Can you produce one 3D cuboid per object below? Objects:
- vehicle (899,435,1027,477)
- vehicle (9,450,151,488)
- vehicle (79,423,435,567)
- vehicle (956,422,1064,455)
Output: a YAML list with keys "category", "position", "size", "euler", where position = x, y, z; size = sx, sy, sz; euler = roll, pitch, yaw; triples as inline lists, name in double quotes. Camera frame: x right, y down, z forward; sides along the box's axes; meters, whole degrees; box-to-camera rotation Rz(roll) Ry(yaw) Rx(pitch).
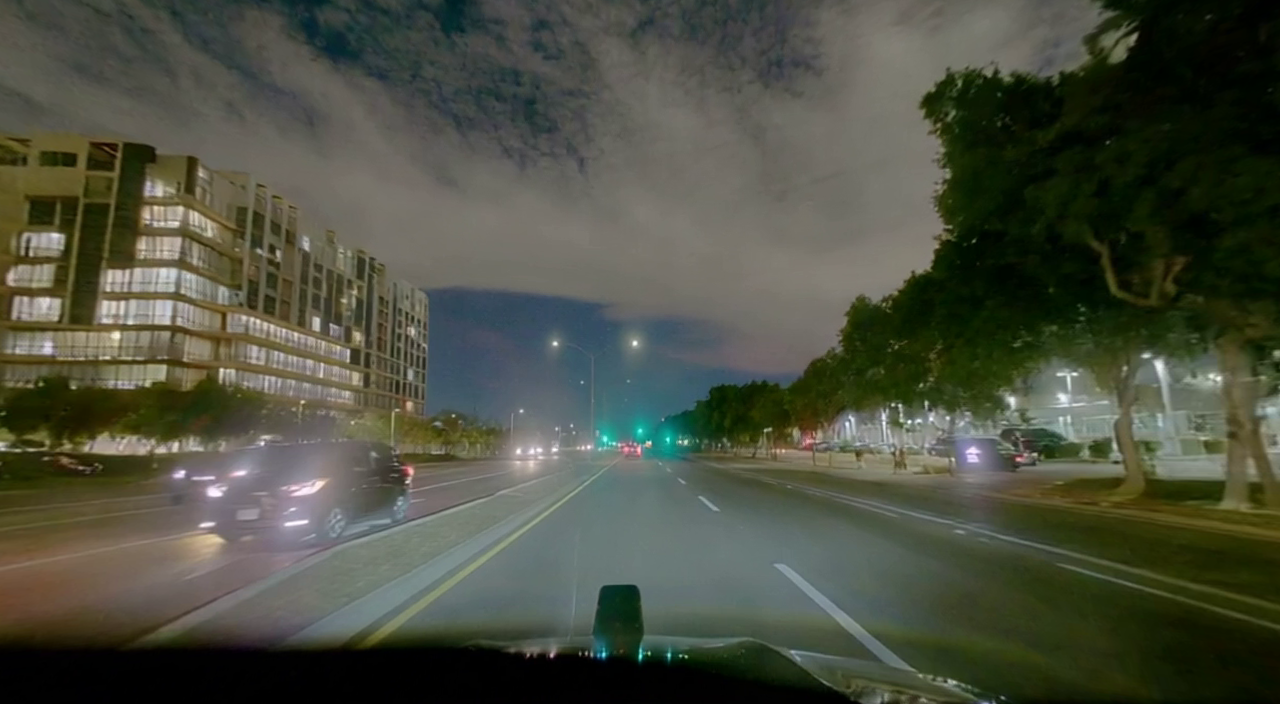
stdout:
- category: "vehicle"
  position: [14.973, 4.821, 29.445]
  size: [4.761, 1.832, 2.201]
  euler: [1, -9, -7]
- category: "vehicle"
  position: [-24.368, 5.073, 27.628]
  size: [4.252, 1.576, 1.998]
  euler: [0, -9, 0]
- category: "vehicle"
  position: [-5.108, 1.988, 9.762]
  size: [2.140, 1.559, 5.549]
  euler: [0, -9, -1]
- category: "vehicle"
  position: [22.174, 5.256, 38.052]
  size: [2.308, 1.856, 4.987]
  euler: [7, -11, -39]
